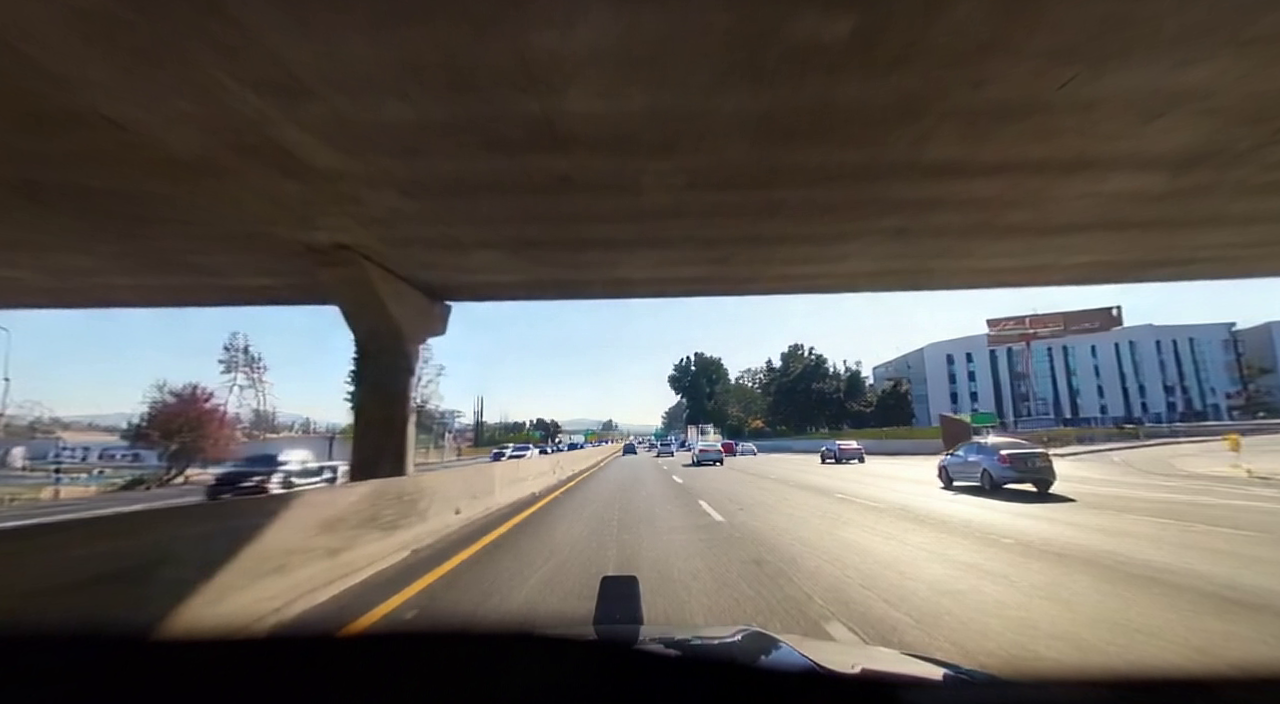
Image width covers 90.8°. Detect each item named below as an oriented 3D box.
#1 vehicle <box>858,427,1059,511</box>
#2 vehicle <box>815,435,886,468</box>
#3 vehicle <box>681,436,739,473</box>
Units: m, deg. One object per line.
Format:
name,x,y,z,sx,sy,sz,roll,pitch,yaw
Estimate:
vehicle,6.552,2.449,13.719,1.952,1.489,4.483,0,-8,-1
vehicle,9.811,4.662,29.776,1.838,1.440,4.121,0,-8,-2
vehicle,3.049,4.594,28.462,1.993,1.507,4.594,0,-8,-2
